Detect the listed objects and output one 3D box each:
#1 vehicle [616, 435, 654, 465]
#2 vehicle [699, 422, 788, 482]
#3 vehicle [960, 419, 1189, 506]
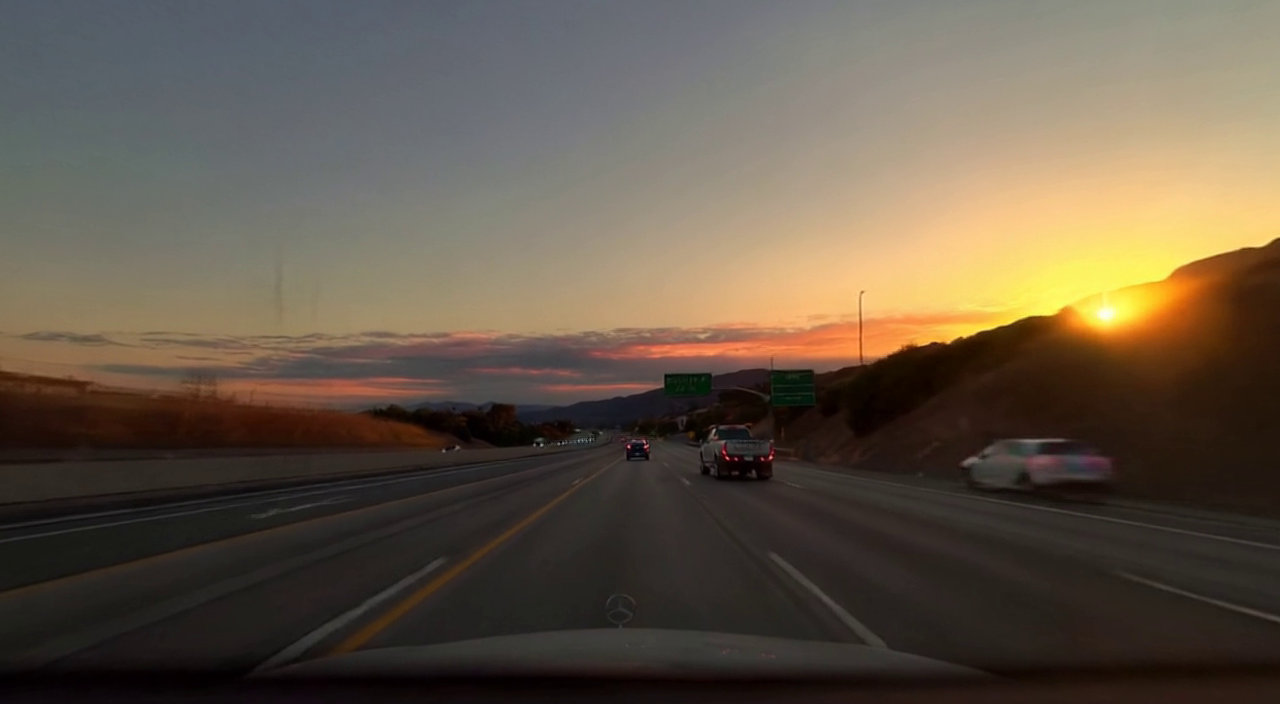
[{"bbox_3d":[-0.278,5.848,37.656,2.142,1.664,4.076,0,-9,0],"label":"vehicle"},{"bbox_3d":[3.463,3.482,21.999,2.269,1.839,4.554,0,-9,-1],"label":"vehicle"},{"bbox_3d":[10.428,2.703,15.770,2.161,1.824,4.876,0,-9,-1],"label":"vehicle"}]
